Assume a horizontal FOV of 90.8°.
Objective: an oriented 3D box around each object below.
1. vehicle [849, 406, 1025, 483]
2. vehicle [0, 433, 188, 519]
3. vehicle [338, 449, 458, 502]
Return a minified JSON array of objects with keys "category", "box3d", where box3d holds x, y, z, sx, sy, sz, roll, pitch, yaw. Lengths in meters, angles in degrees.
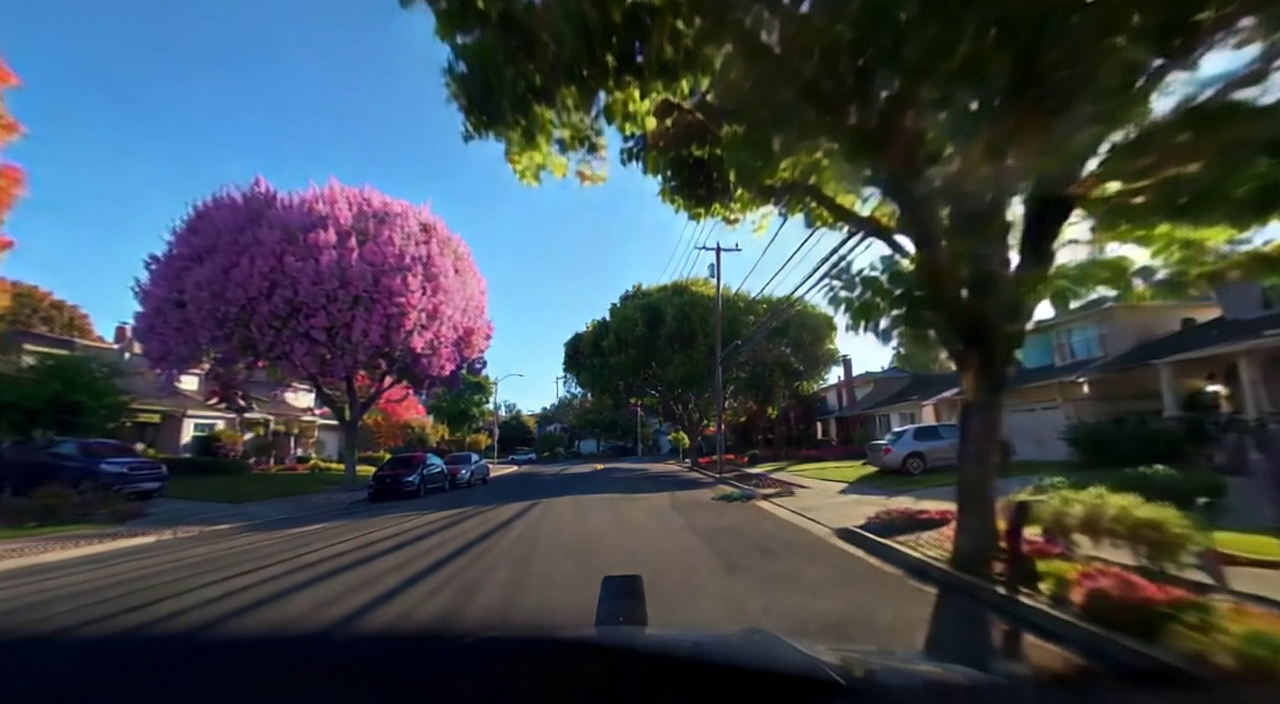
[{"category":"vehicle","box3d":[8.550,2.710,18.478,4.025,1.738,1.920,-5,-9,-1]},{"category":"vehicle","box3d":[-14.325,3.006,15.666,4.538,1.687,1.955,4,-9,-1]},{"category":"vehicle","box3d":[-7.660,3.916,20.550,2.034,1.493,4.524,0,-9,1]}]
